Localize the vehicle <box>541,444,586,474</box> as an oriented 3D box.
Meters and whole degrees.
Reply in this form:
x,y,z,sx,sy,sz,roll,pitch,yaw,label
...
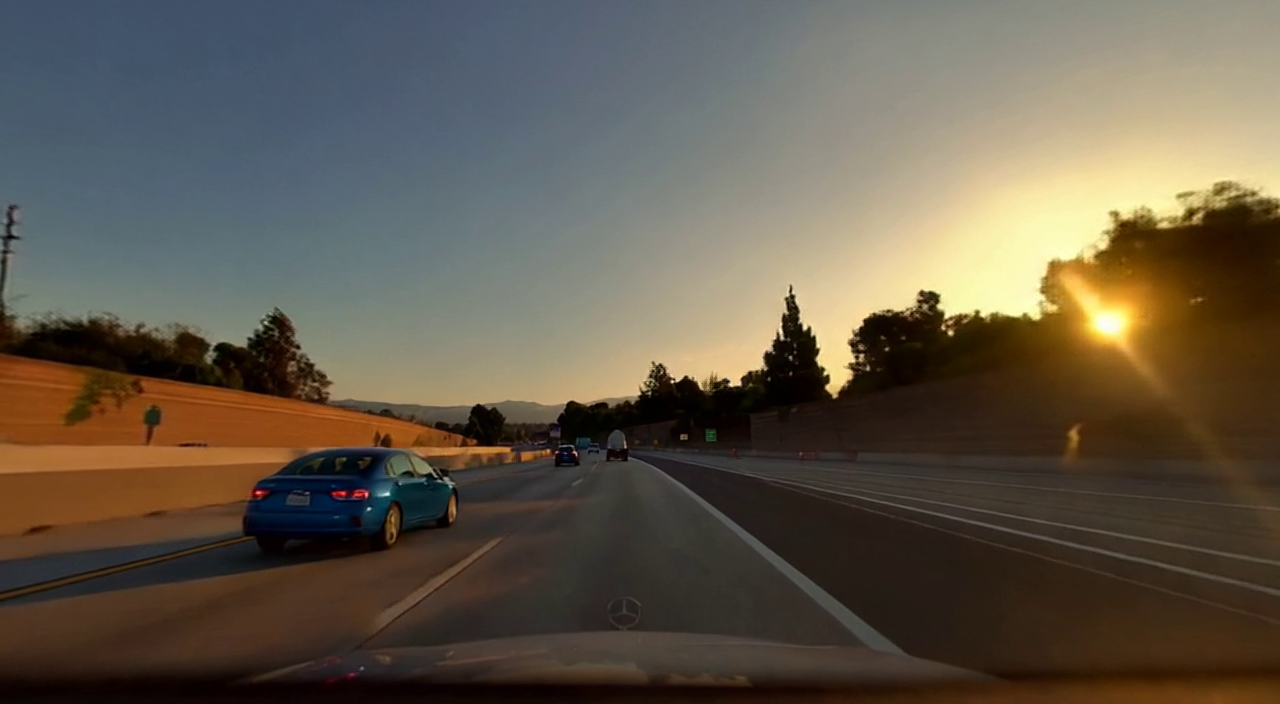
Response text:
x,y,z,sx,sy,sz,roll,pitch,yaw,label
-3.978,5.615,33.287,1.965,1.459,4.145,0,-9,-2,vehicle

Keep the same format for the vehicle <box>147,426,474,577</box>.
x,y,z,sx,sy,sz,roll,pitch,yaw,label
-3.975,1.878,8.782,2.012,1.510,4.672,0,-9,0,vehicle
